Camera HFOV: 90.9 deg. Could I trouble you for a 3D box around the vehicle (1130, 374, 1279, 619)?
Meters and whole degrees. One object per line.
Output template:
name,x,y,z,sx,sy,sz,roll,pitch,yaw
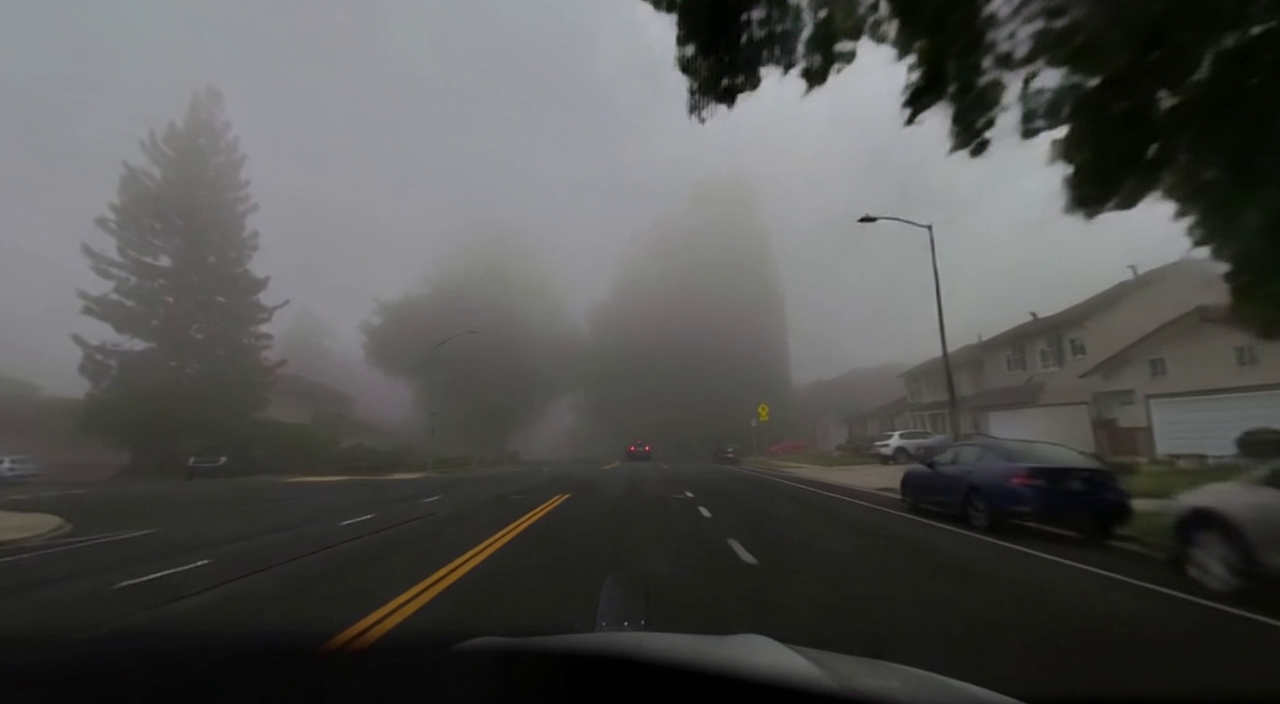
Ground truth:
vehicle,6.511,0.936,3.544,2.878,1.927,5.774,0,-8,0

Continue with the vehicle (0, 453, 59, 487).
vehicle,-31.450,5.868,31.622,1.866,1.484,4.553,4,-9,-24

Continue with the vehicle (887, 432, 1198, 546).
vehicle,6.387,2.200,10.951,2.235,1.515,4.782,0,-8,0

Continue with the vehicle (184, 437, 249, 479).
vehicle,-23.457,5.827,35.079,2.083,2.113,4.490,3,-9,-23
